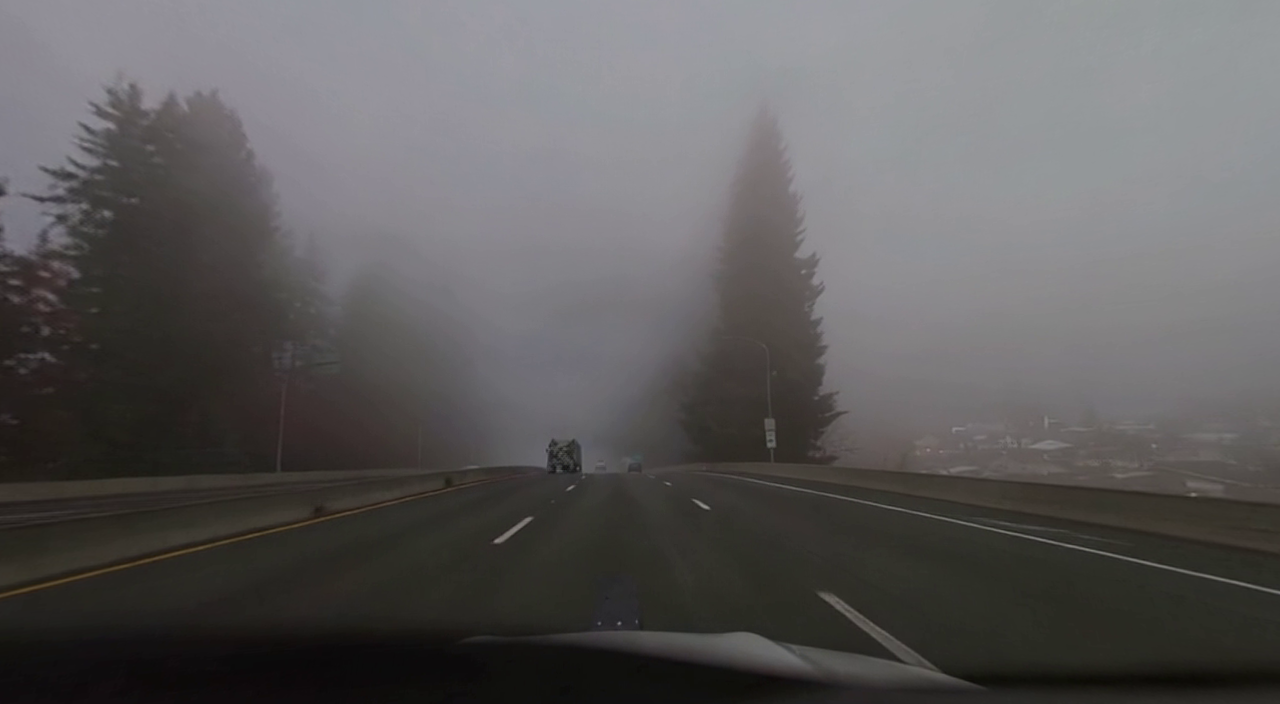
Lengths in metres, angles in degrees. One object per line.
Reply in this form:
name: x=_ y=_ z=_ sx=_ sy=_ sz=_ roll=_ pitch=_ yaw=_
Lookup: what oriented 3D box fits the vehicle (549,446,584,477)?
vehicle: x=-5.667 y=8.440 z=49.215 sx=2.323 sy=2.252 sz=4.808 roll=0 pitch=-9 yaw=-2
